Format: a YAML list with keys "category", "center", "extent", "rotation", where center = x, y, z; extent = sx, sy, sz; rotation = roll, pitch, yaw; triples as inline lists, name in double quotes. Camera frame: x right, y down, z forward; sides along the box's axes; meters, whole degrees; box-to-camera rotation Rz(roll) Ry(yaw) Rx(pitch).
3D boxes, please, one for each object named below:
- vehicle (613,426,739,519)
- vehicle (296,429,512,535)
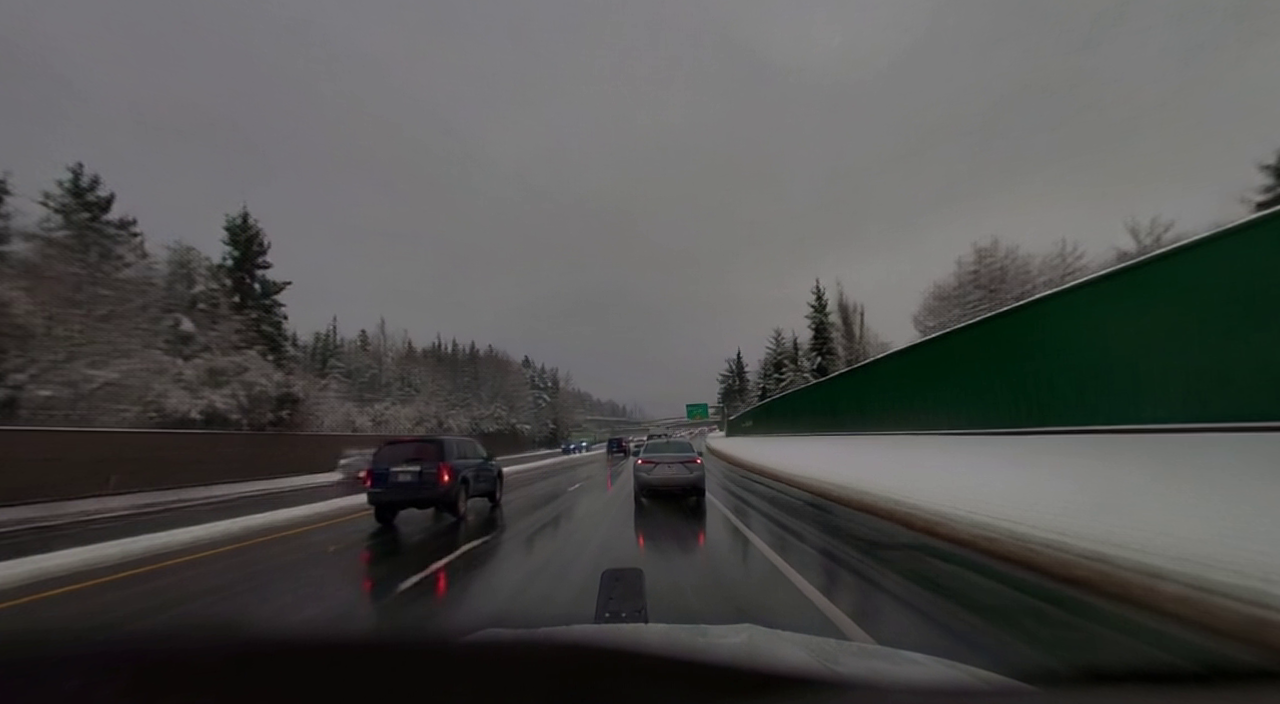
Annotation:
- category: "vehicle"
  center: [0.620, 2.280, 12.416]
  extent: [2.077, 1.533, 3.854]
  rotation: [0, -8, 1]
- category: "vehicle"
  center: [-3.762, 2.129, 11.014]
  extent: [2.059, 1.471, 4.152]
  rotation: [0, -8, 2]
